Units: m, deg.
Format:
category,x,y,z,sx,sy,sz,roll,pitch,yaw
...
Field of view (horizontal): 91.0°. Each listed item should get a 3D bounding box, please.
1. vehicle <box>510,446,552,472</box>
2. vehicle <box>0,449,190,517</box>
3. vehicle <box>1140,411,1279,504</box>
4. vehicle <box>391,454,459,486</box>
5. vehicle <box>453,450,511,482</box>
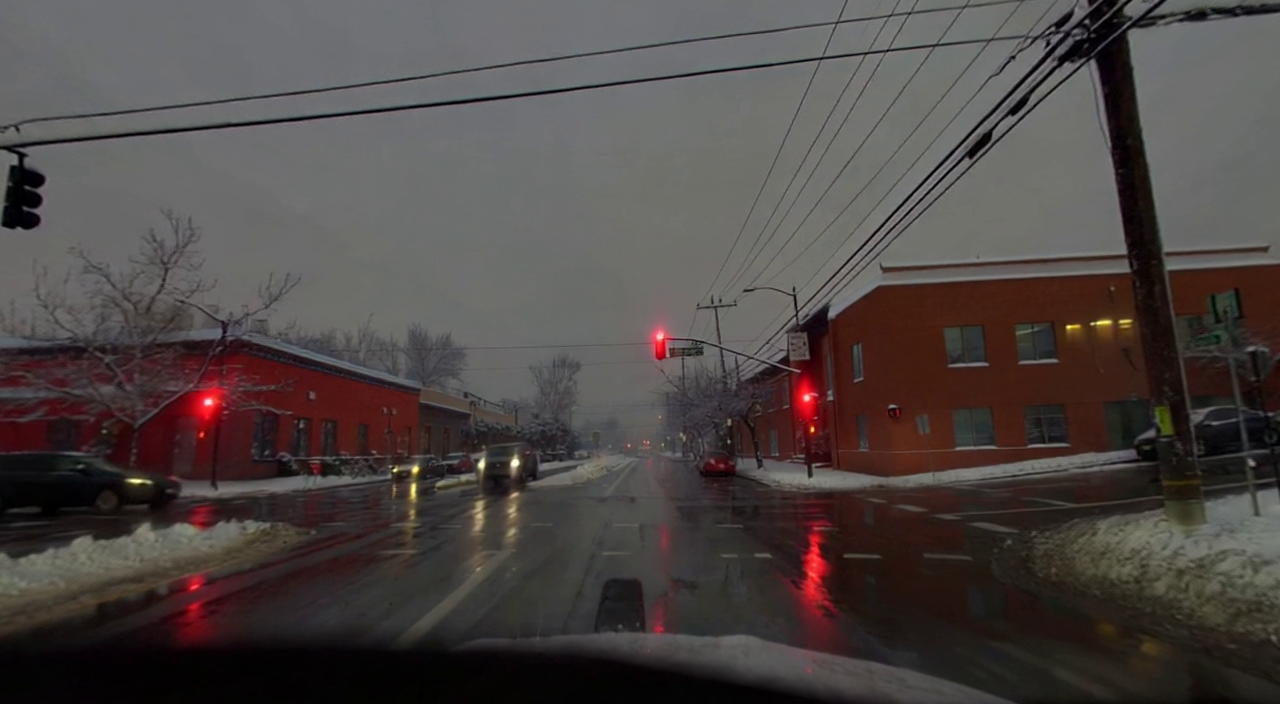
category,x,y,z,sx,sy,sz,roll,pitch,yaw
vehicle,-8.177,8.011,47.566,2.096,1.830,4.752,0,-9,2
vehicle,-15.141,3.432,16.787,4.525,1.650,2.120,2,-9,-11
vehicle,12.682,2.130,12.839,3.234,1.746,1.941,0,-9,1
vehicle,-12.053,6.610,35.606,1.943,1.574,4.727,0,-9,3
vehicle,-8.739,6.309,35.187,2.020,1.672,3.842,0,-9,3
